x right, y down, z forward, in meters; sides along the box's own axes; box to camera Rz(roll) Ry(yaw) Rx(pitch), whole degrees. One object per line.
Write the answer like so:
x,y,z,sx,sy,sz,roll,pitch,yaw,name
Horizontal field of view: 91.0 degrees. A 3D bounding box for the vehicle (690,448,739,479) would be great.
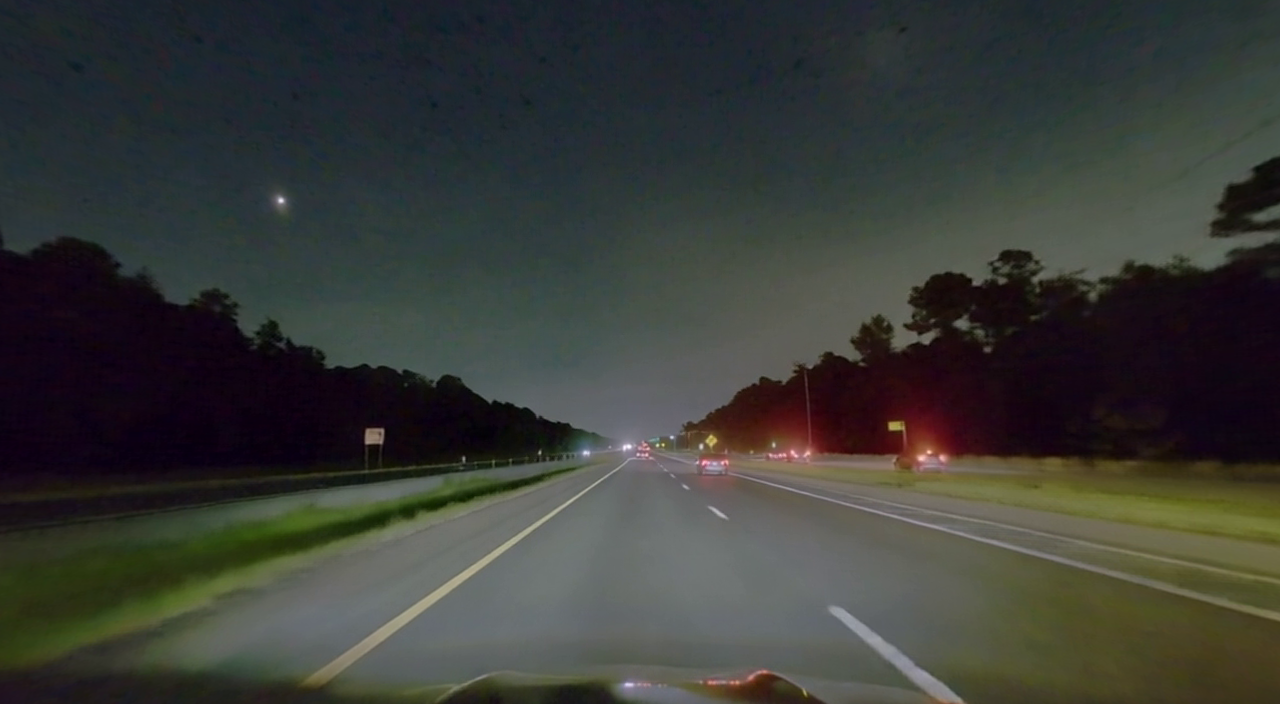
3.906,5.925,33.783,2.115,1.522,4.330,0,-9,0,vehicle
